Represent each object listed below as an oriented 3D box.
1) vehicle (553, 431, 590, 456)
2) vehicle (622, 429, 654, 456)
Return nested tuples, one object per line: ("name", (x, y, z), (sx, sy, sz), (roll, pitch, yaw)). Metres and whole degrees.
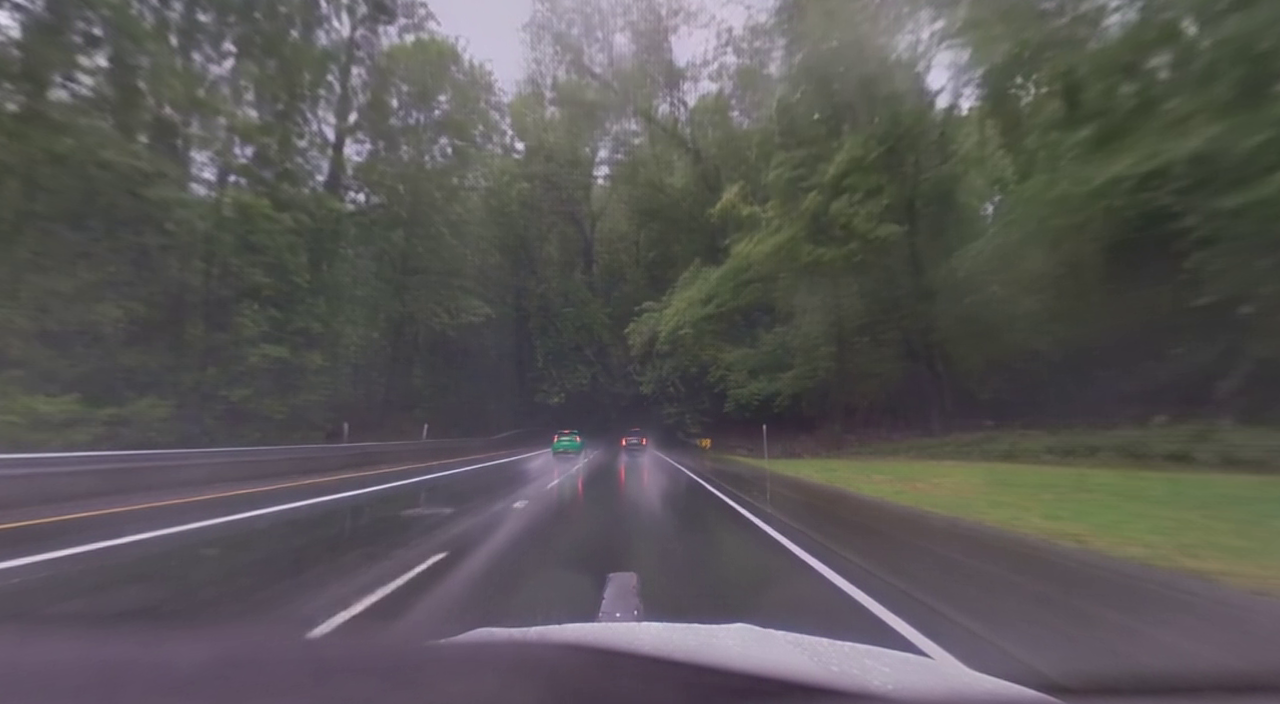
("vehicle", (-4.608, 6.206, 42.771), (2.055, 1.610, 4.116), (0, -8, 0))
("vehicle", (-0.182, 6.368, 44.557), (2.170, 1.790, 4.490), (0, -8, -1))
